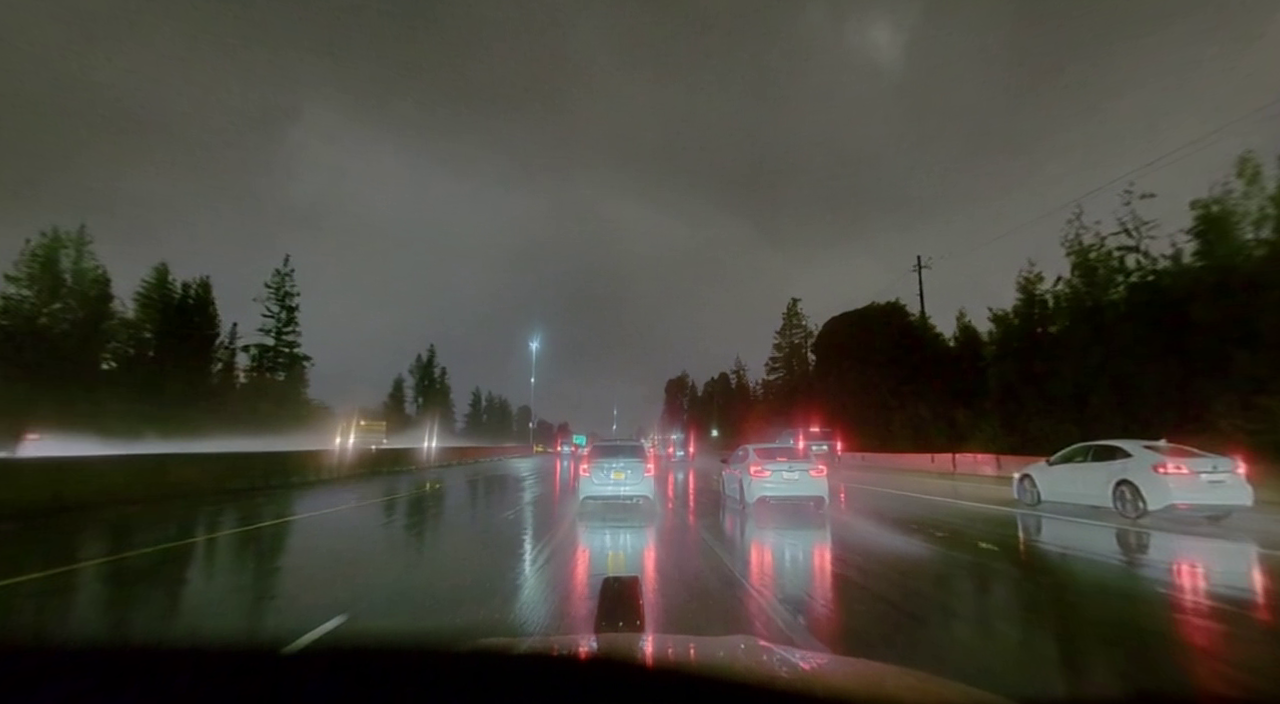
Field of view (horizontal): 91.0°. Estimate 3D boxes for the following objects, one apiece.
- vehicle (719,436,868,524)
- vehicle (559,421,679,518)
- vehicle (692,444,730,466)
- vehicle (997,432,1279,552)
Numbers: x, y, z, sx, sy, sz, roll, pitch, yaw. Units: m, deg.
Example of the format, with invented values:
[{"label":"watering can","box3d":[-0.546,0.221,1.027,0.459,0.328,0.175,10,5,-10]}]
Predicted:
[{"label":"vehicle","box3d":[2.976,2.582,13.285,1.975,1.532,4.227,1,-9,-2]},{"label":"vehicle","box3d":[-0.424,2.447,13.530,2.181,1.728,3.970,1,-9,-1]},{"label":"vehicle","box3d":[5.217,7.637,46.809,1.972,1.521,4.498,1,-9,-4]},{"label":"vehicle","box3d":[8.942,2.315,11.188,2.106,1.641,4.671,1,-9,-6]}]
